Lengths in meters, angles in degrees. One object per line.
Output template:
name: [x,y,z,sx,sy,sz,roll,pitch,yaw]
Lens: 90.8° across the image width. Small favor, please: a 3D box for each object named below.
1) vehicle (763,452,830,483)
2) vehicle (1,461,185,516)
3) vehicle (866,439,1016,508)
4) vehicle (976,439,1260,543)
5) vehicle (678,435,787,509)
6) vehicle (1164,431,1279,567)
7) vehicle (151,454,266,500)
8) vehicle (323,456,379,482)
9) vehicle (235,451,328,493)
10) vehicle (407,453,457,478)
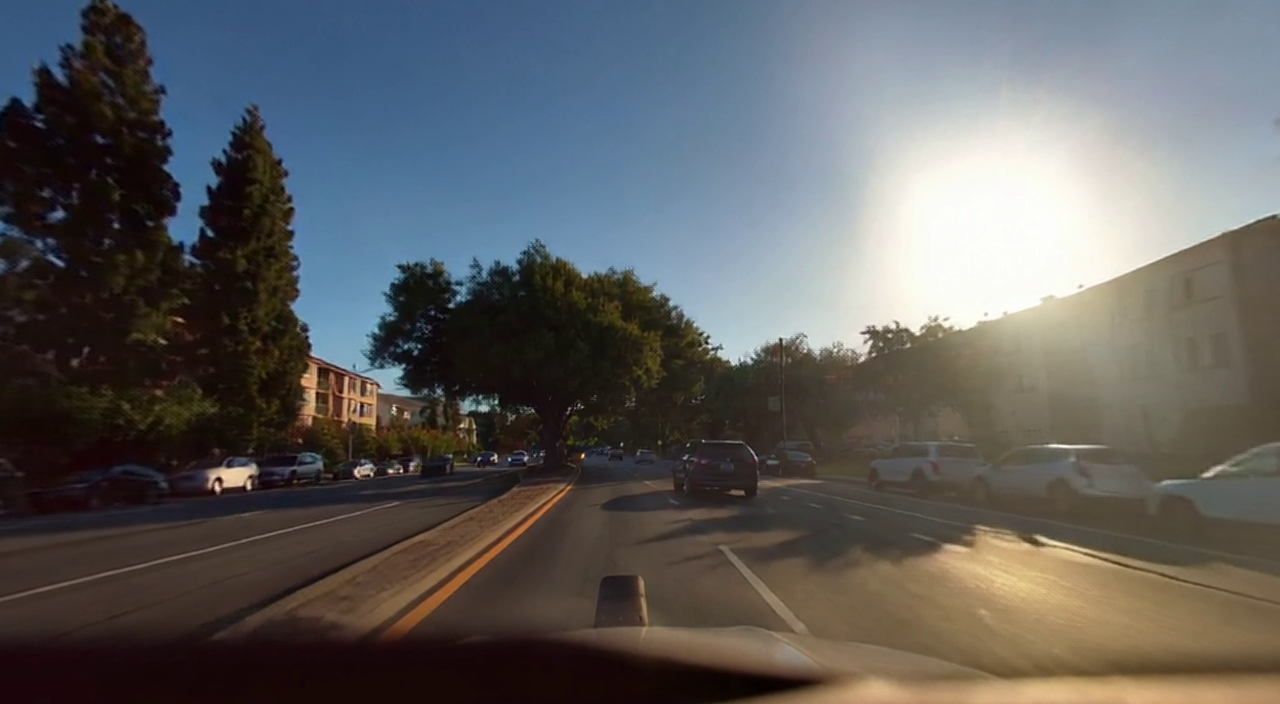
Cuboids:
vehicle: [8.216,6.077,33.673,1.936,1.485,5.111,1,-9,-5]
vehicle: [-18.159,4.508,21.414,1.903,1.517,4.965,0,-9,-2]
vehicle: [9.179,3.711,19.864,2.052,1.853,4.886,1,-9,-4]
vehicle: [9.440,2.727,13.202,2.032,1.732,4.780,0,-9,-3]
vehicle: [2.375,3.227,17.510,2.085,1.763,4.490,1,-9,-4]
vehicle: [9.503,1.811,7.535,2.186,1.750,4.805,1,-9,-3]
vehicle: [-18.394,5.321,27.275,1.871,1.712,4.710,1,-9,-4]
vehicle: [-20.162,8.173,44.289,1.979,1.489,4.902,0,-8,-5]
vehicle: [-18.625,6.220,33.159,2.182,1.840,5.105,-1,-8,-3]
vehicle: [-13.190,7.220,40.356,1.895,1.458,4.512,0,-9,-3]
